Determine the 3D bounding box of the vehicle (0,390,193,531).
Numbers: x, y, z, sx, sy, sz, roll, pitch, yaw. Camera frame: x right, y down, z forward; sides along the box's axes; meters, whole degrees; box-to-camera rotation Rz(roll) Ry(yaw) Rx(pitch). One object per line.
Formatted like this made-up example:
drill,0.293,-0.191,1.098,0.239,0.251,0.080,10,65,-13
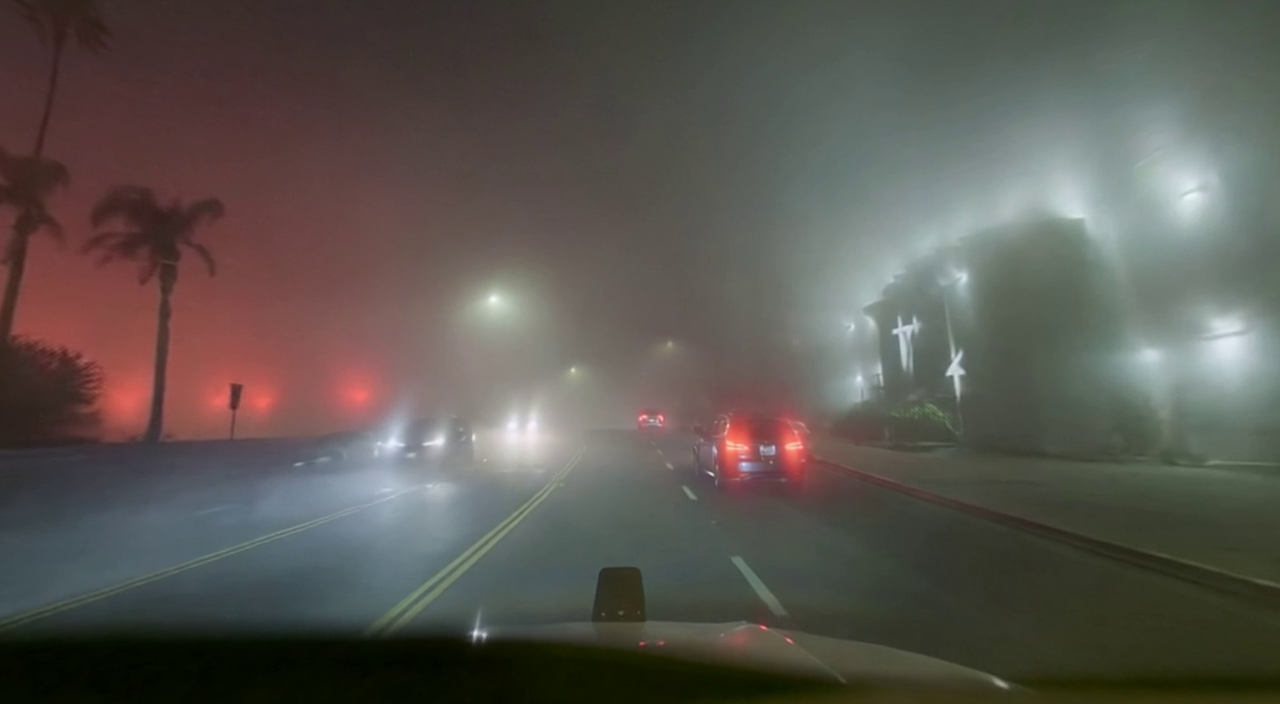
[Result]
vehicle,-8.652,1.363,7.948,2.076,1.650,5.432,0,-9,0

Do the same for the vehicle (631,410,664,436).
vehicle,0.595,5.046,44.698,2.196,1.655,3.939,-1,-9,2

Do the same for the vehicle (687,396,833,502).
vehicle,2.293,2.045,13.404,1.995,1.858,4.333,0,-9,-3

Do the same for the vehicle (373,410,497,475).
vehicle,-5.883,2.699,18.816,2.171,1.676,4.523,0,-9,0

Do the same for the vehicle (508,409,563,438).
vehicle,-5.819,4.102,35.712,2.153,1.469,4.939,0,-9,1

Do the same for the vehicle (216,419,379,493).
vehicle,-9.158,2.827,17.440,2.017,1.754,4.428,0,-9,-1
